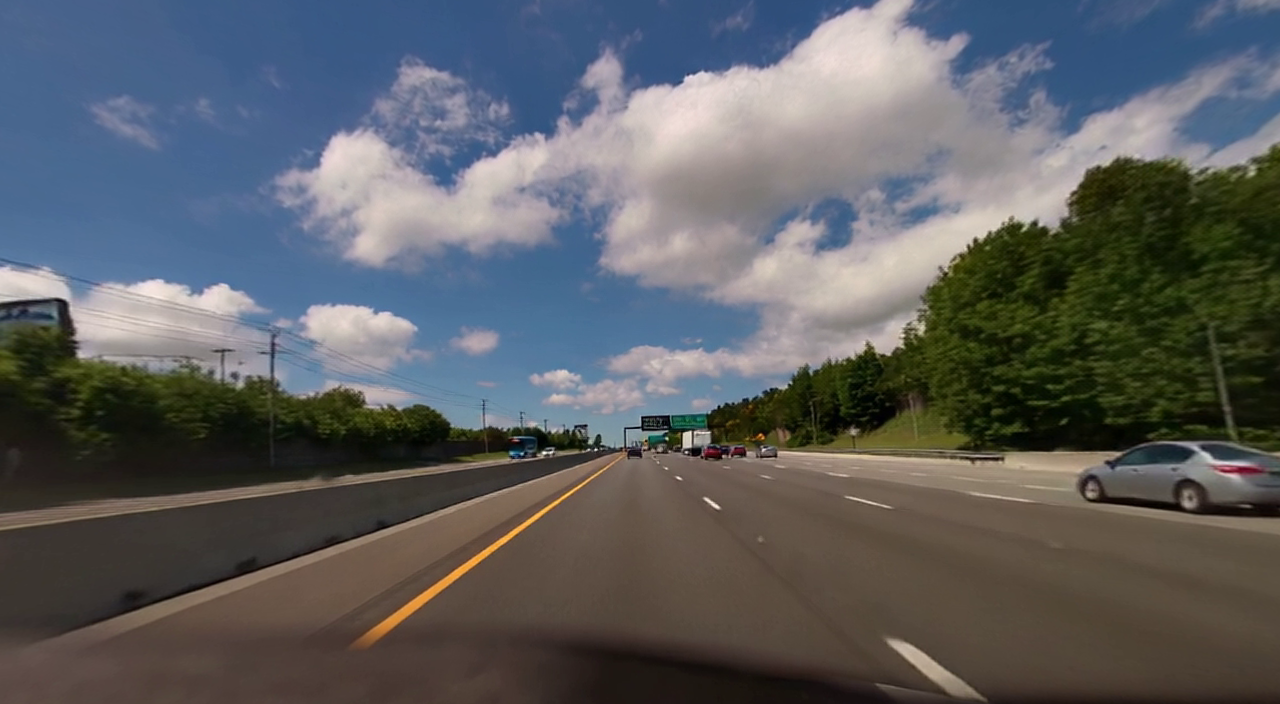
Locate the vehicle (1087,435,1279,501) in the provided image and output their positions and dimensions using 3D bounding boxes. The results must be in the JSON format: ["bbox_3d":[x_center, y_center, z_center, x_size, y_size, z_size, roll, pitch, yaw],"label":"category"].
[{"bbox_3d":[14.660,3.008,16.747,2.089,1.484,4.573,0,-9,-1],"label":"vehicle"}]
